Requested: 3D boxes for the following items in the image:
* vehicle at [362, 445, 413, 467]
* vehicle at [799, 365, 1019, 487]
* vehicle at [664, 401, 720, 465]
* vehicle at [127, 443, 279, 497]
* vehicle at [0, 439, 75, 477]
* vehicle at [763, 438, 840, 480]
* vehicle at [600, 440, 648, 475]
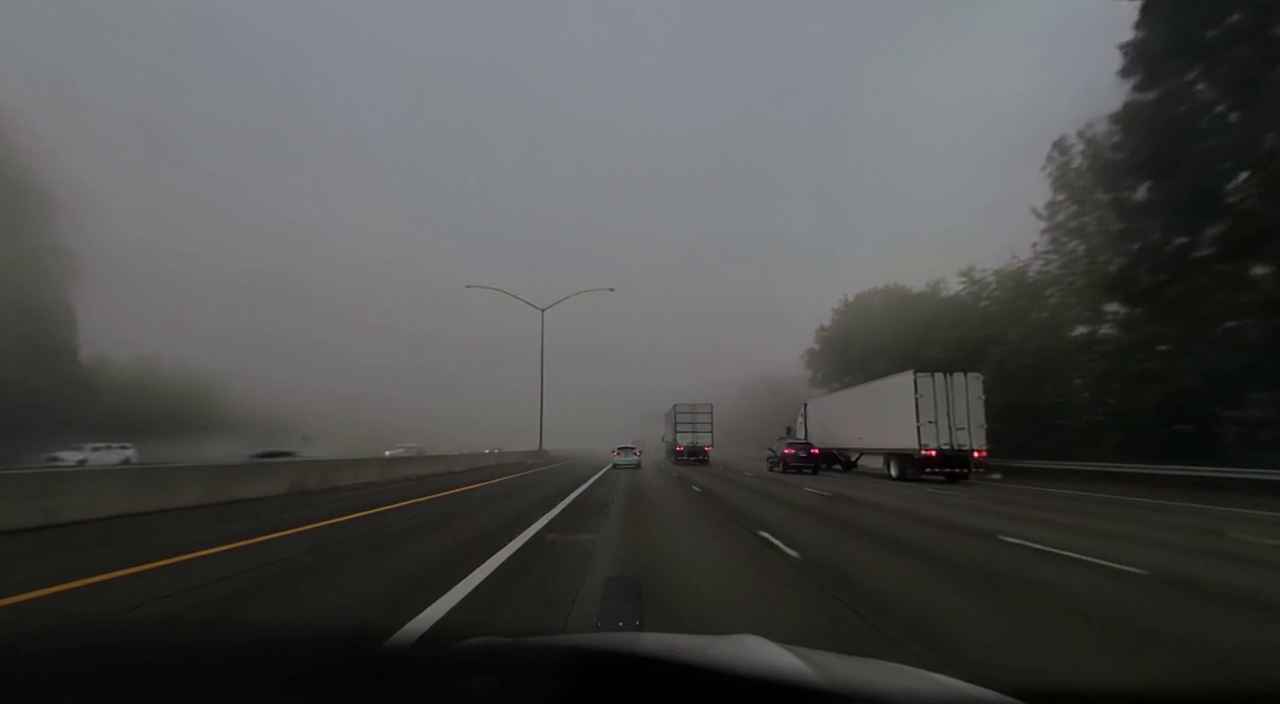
[{"bbox_3d":[-16.705,6.883,42.004,1.429,1.331,4.546,0,-9,0],"label":"vehicle"},{"bbox_3d":[11.304,3.804,30.124,2.898,4.171,17.188,0,-9,0],"label":"vehicle"},{"bbox_3d":[3.547,6.024,46.041,2.999,4.127,10.526,0,-9,-1],"label":"vehicle"},{"bbox_3d":[-12.849,3.471,18.898,1.840,1.413,3.738,0,-9,0],"label":"vehicle"},{"bbox_3d":[-42.348,7.259,43.345,2.194,2.394,5.779,1,-9,-7],"label":"vehicle"},{"bbox_3d":[6.956,4.654,27.738,2.154,1.658,4.347,0,-9,-1],"label":"vehicle"},{"bbox_3d":[-0.756,5.104,30.732,2.163,1.551,4.180,0,-9,-1],"label":"vehicle"}]
